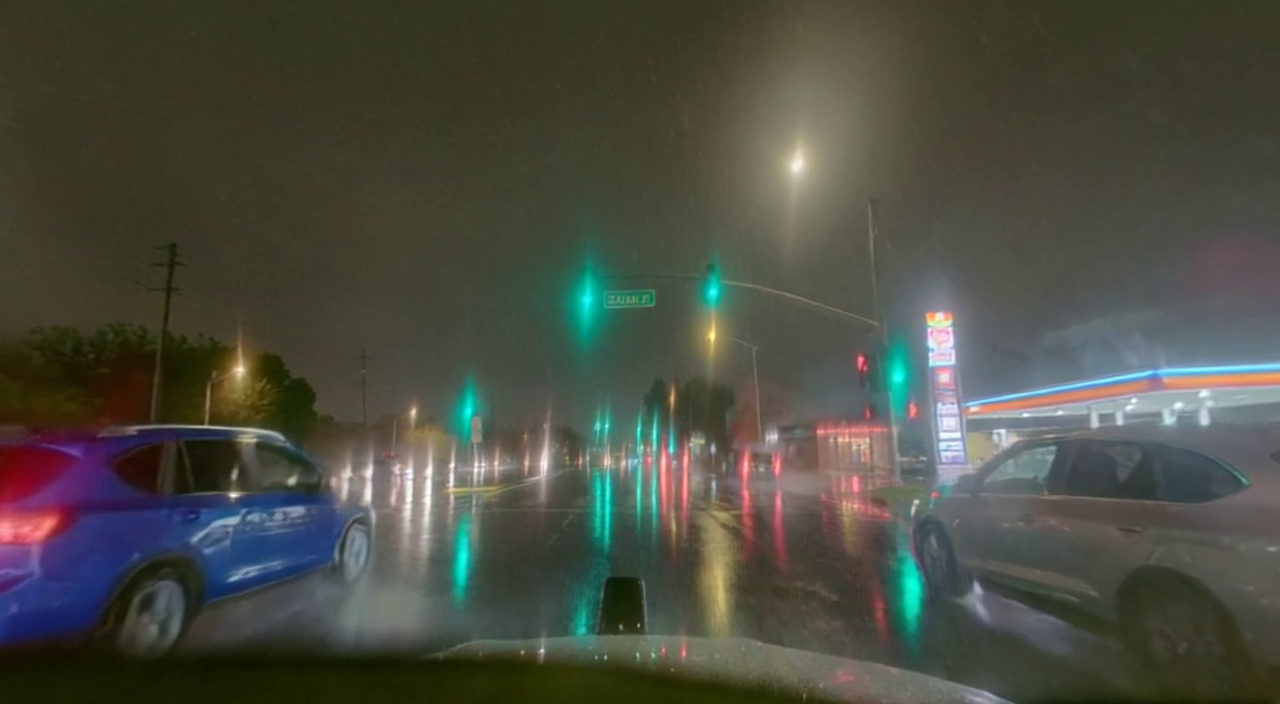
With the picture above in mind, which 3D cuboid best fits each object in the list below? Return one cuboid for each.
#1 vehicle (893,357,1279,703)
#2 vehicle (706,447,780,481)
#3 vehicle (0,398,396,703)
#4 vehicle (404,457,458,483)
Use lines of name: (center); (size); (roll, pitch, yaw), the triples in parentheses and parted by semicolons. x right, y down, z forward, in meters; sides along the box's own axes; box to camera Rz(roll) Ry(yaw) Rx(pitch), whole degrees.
vehicle: (3.388, 1.033, 3.519); (2.085, 1.655, 4.459); (0, -9, 0)
vehicle: (5.454, 5.974, 34.012); (2.066, 1.699, 4.419); (3, -9, -19)
vehicle: (-3.707, 1.330, 4.995); (1.935, 1.617, 4.045); (0, -9, 0)
vehicle: (-14.728, 8.350, 44.928); (2.014, 1.616, 5.527); (0, -9, 0)
